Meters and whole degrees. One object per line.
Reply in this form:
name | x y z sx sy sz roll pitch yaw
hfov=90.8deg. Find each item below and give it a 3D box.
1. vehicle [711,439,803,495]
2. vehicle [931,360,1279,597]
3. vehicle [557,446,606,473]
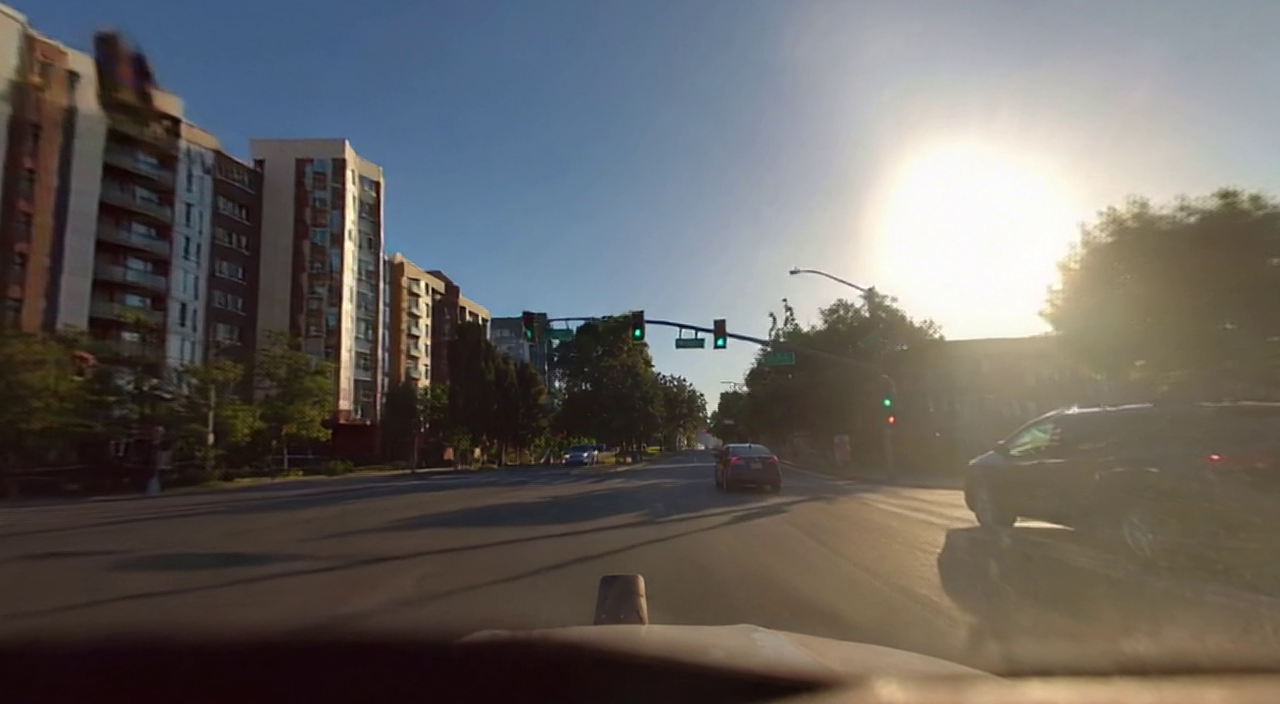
vehicle | 3.446 3.482 19.472 2.003 1.480 4.494 0 -9 1
vehicle | 6.432 1.512 8.315 2.427 2.017 5.763 0 -9 0
vehicle | -3.475 6.471 38.280 2.032 1.484 4.437 -1 -9 7
